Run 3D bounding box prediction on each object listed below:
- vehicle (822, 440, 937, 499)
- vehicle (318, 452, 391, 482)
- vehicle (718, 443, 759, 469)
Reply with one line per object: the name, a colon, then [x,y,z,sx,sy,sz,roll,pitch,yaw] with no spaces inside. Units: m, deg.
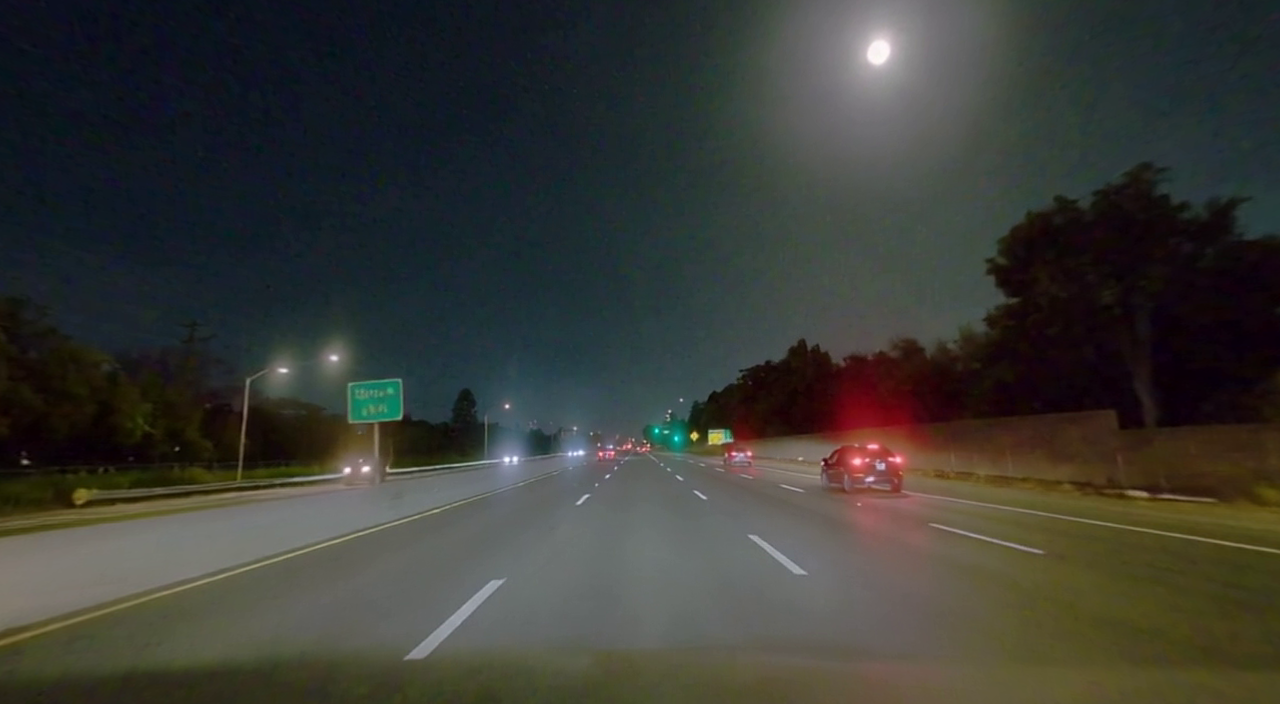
vehicle: [6.771,3.331,18.309,1.838,1.518,3.713,0,-8,0]
vehicle: [-18.826,7.578,41.970,2.146,1.797,5.570,0,-8,1]
vehicle: [6.632,7.036,42.989,1.987,1.597,4.463,0,-8,-1]
